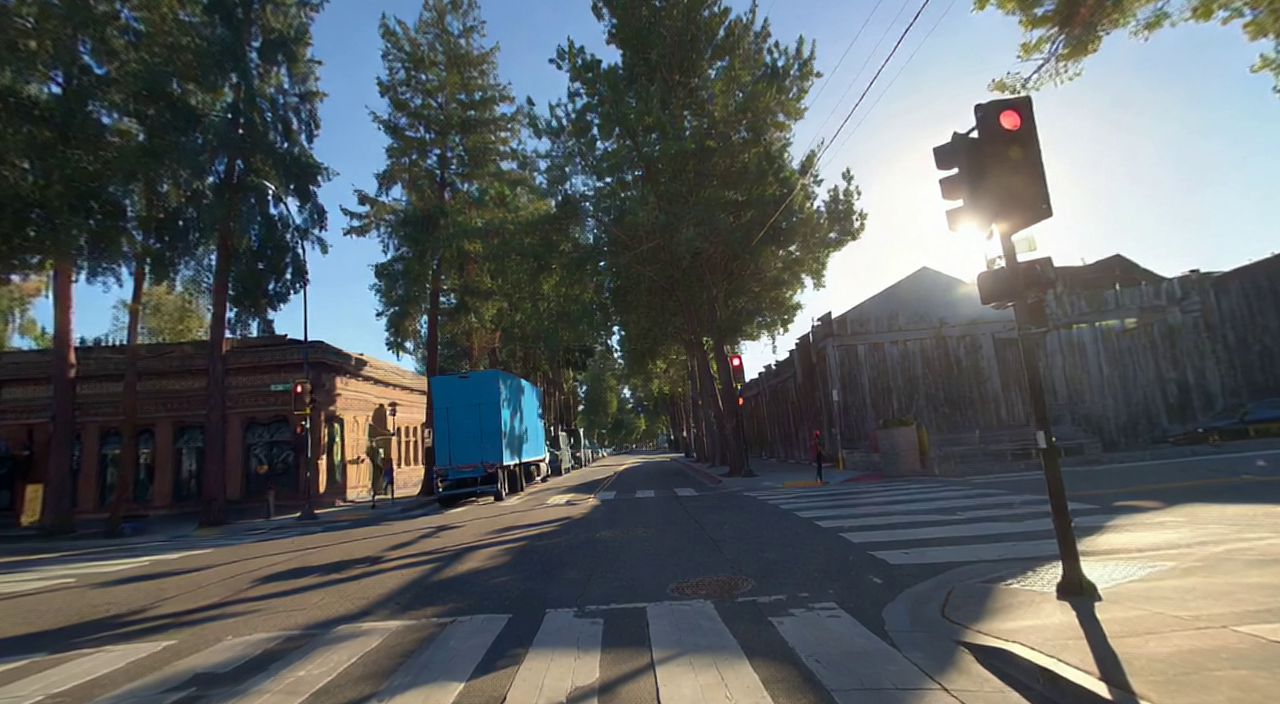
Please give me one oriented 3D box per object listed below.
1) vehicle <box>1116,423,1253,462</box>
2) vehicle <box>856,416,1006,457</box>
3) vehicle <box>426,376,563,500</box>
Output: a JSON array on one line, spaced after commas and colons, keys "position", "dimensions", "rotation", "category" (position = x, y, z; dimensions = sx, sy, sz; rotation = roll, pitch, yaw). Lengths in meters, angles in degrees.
[{"position": [24.939, 4.173, 29.022], "dimensions": [4.268, 1.695, 2.053], "rotation": [0, -8, 3], "category": "vehicle"}, {"position": [10.680, 3.141, 23.425], "dimensions": [4.643, 1.456, 1.820], "rotation": [-1, -8, 5], "category": "vehicle"}, {"position": [-5.751, 3.730, 27.165], "dimensions": [3.113, 4.041, 10.284], "rotation": [-6, -8, 0], "category": "vehicle"}]
